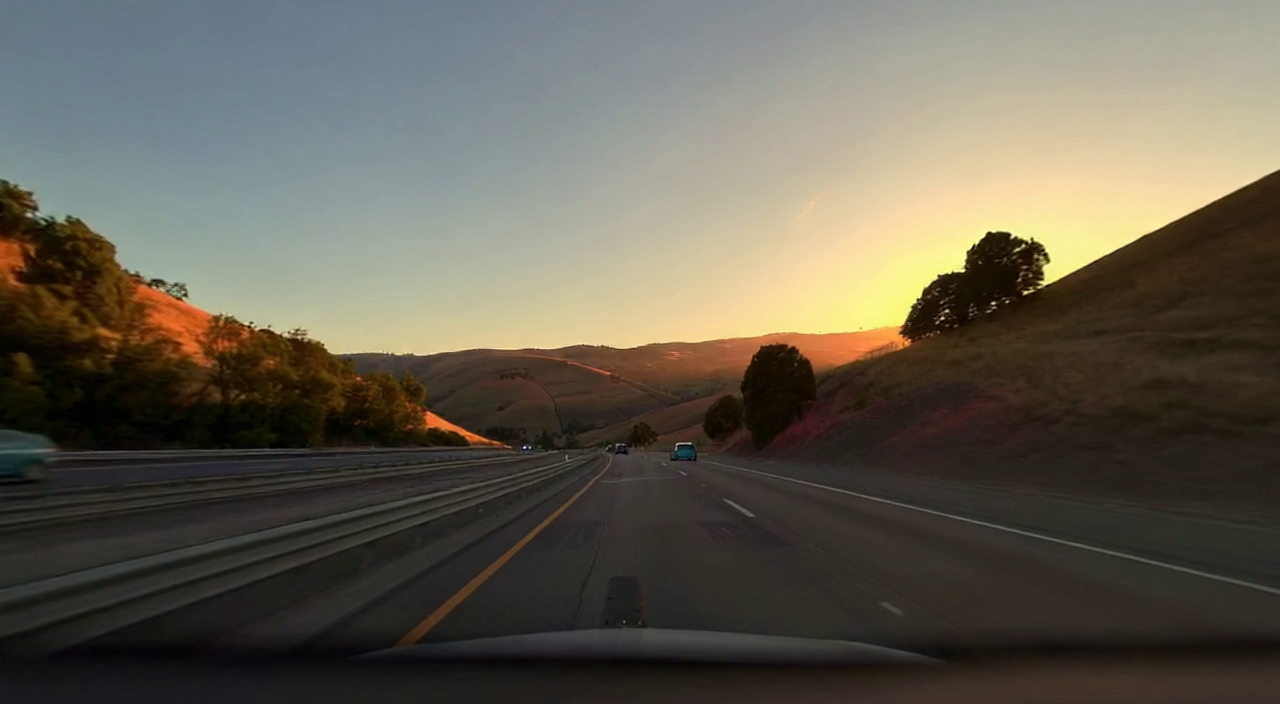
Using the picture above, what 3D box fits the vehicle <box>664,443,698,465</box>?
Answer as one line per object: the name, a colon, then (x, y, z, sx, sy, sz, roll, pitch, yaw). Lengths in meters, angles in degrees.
vehicle: (2.998, 7.570, 47.143, 1.960, 1.516, 4.657, 0, -8, -3)
